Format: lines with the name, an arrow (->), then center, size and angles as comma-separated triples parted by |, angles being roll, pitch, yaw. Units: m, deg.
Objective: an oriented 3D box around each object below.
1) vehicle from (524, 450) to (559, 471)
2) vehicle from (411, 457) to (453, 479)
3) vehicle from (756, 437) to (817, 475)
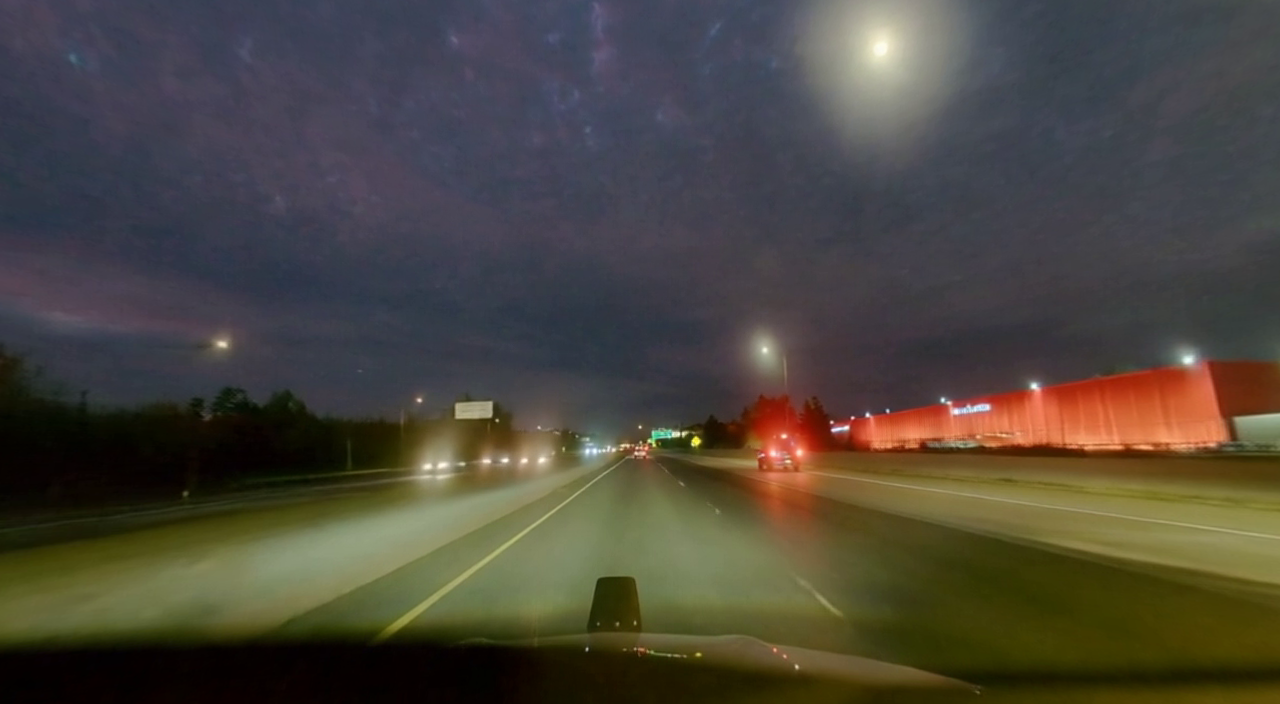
vehicle -> -7.545, 8.351, 48.690 | 1.971, 1.520, 4.310 | -1, -9, 1
vehicle -> -15.931, 8.874, 48.347 | 1.862, 1.517, 4.136 | 0, -9, 0
vehicle -> 8.017, 5.757, 34.980 | 2.156, 1.943, 5.010 | 0, -9, 0
